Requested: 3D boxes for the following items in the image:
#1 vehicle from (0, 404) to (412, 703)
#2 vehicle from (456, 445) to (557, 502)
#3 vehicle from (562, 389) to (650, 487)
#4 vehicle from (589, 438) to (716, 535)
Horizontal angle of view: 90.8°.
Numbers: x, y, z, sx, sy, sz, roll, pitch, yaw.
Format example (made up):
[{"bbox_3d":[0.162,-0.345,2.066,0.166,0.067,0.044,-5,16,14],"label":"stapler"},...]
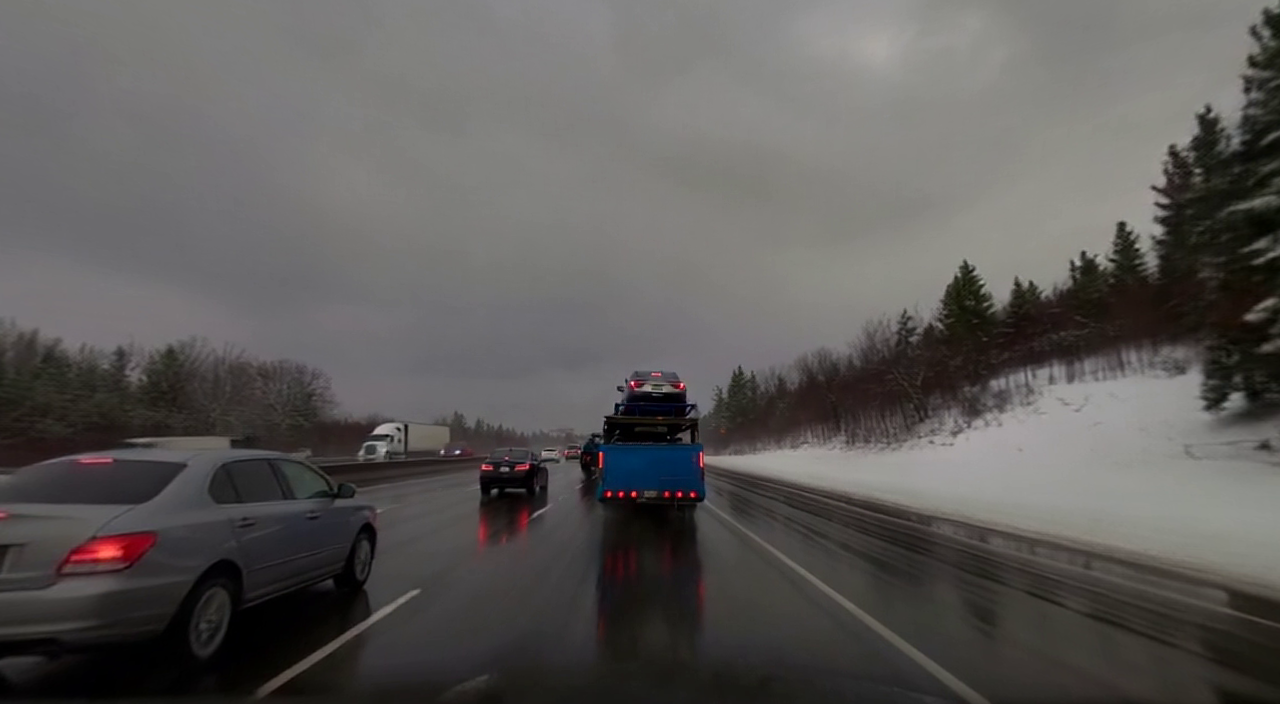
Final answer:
[{"bbox_3d":[-3.359,1.249,4.373,2.149,1.497,3.753,0,-9,0],"label":"vehicle"},{"bbox_3d":[-3.809,3.536,18.832,1.947,1.470,4.526,0,-9,1],"label":"vehicle"},{"bbox_3d":[-2.319,4.620,32.959,3.019,3.757,16.692,1,-9,-8],"label":"vehicle"},{"bbox_3d":[0.171,2.394,11.749,1.991,1.507,3.391,0,-9,-1],"label":"vehicle"}]
